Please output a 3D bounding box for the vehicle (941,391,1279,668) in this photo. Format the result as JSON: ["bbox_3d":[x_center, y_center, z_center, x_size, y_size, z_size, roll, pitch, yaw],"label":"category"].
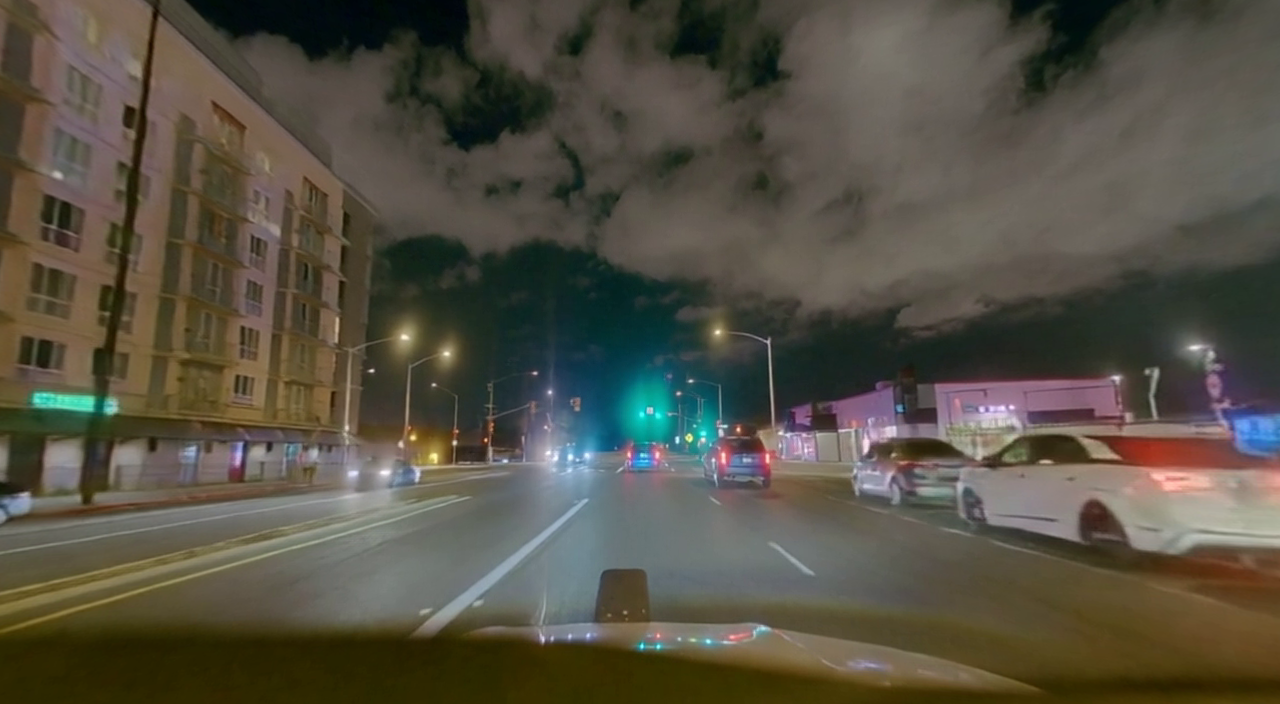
[{"bbox_3d":[6.805,1.795,8.477,2.440,2.204,6.276,-7,-6,2],"label":"vehicle"}]

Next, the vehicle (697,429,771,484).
[{"bbox_3d":[3.611,4.119,25.074,2.159,1.938,4.836,0,-9,0],"label":"vehicle"}]

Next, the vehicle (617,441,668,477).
[{"bbox_3d":[0.145,5.064,30.008,2.245,1.587,4.094,0,-9,1],"label":"vehicle"}]

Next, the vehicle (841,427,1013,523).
[{"bbox_3d":[6.717,2.935,15.491,2.056,1.877,4.597,-3,-9,1],"label":"vehicle"}]

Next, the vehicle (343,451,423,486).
[{"bbox_3d":[-12.299,5.578,30.509,2.023,1.496,4.529,0,-9,-1],"label":"vehicle"}]
